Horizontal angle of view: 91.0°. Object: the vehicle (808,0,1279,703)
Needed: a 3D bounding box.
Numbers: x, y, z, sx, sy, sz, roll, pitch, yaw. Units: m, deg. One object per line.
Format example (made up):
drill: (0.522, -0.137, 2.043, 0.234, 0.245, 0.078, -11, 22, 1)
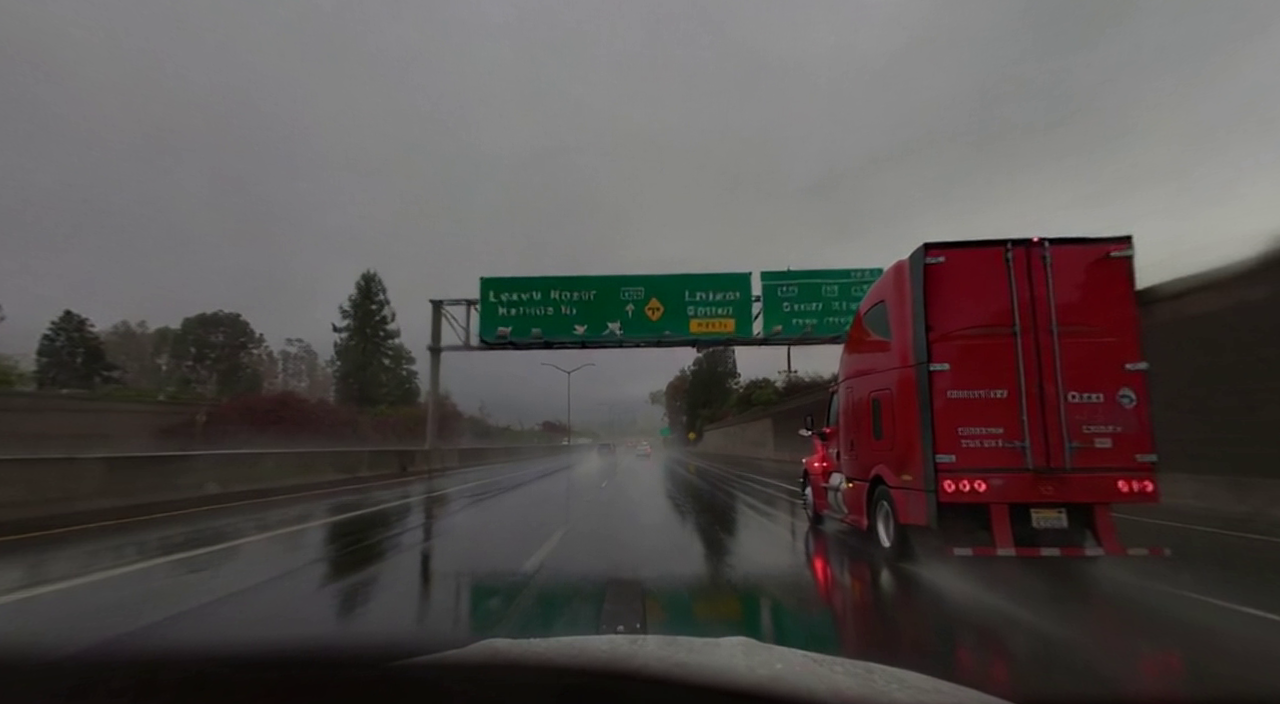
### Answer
vehicle: (4.052, 0.293, 6.246, 3.042, 4.037, 7.253, 0, -9, 3)
